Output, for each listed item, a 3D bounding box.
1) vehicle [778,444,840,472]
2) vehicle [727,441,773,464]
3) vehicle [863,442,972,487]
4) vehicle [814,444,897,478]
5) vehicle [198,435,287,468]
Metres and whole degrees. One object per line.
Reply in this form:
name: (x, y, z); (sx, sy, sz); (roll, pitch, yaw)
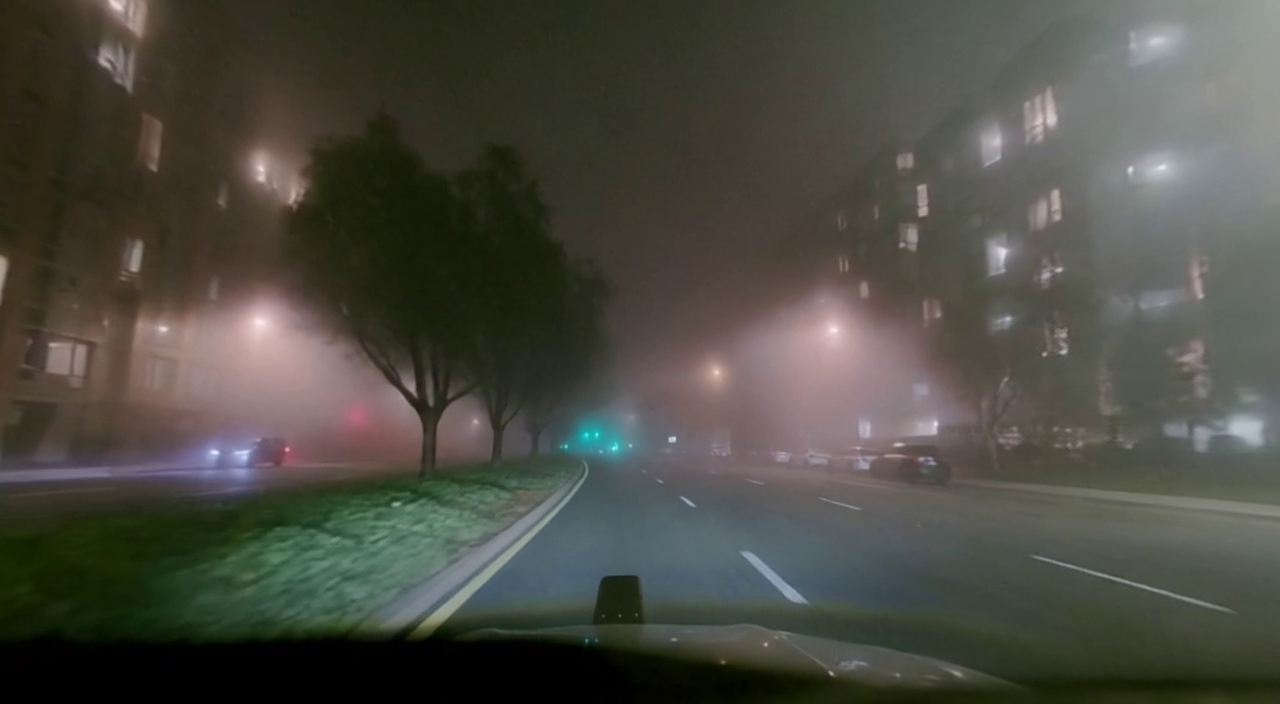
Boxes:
vehicle: (9.582, 6.043, 36.162); (1.895, 1.467, 4.885); (0, -9, -4)
vehicle: (8.462, 7.829, 49.261); (2.050, 1.699, 5.584); (1, -9, -6)
vehicle: (10.366, 4.205, 23.996); (1.907, 1.524, 4.381); (0, -9, -4)
vehicle: (10.119, 5.163, 30.129); (1.838, 1.466, 4.704); (1, -9, -6)
vehicle: (-19.643, 4.901, 31.432); (1.938, 1.524, 4.107); (1, -8, -4)
